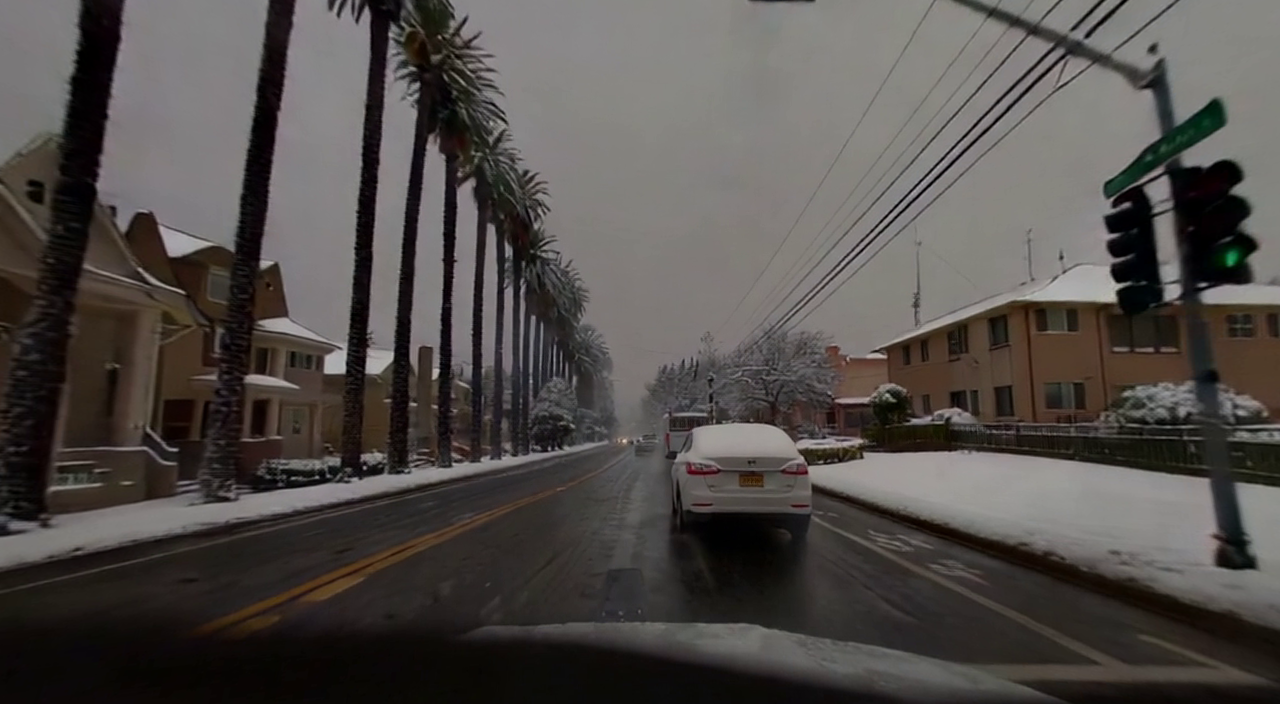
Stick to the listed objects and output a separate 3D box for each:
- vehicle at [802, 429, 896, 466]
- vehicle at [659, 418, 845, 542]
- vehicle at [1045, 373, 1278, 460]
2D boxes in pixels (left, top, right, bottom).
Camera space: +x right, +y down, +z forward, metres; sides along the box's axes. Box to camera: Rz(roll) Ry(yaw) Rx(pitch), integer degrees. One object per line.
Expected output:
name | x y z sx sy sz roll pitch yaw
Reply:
vehicle | 9.583 4.367 28.920 4.255 1.566 1.923 6 -10 -36
vehicle | 1.489 1.964 10.337 2.096 1.552 4.519 0 -9 -2
vehicle | 17.619 2.216 21.609 5.880 2.540 2.003 -3 -7 2
